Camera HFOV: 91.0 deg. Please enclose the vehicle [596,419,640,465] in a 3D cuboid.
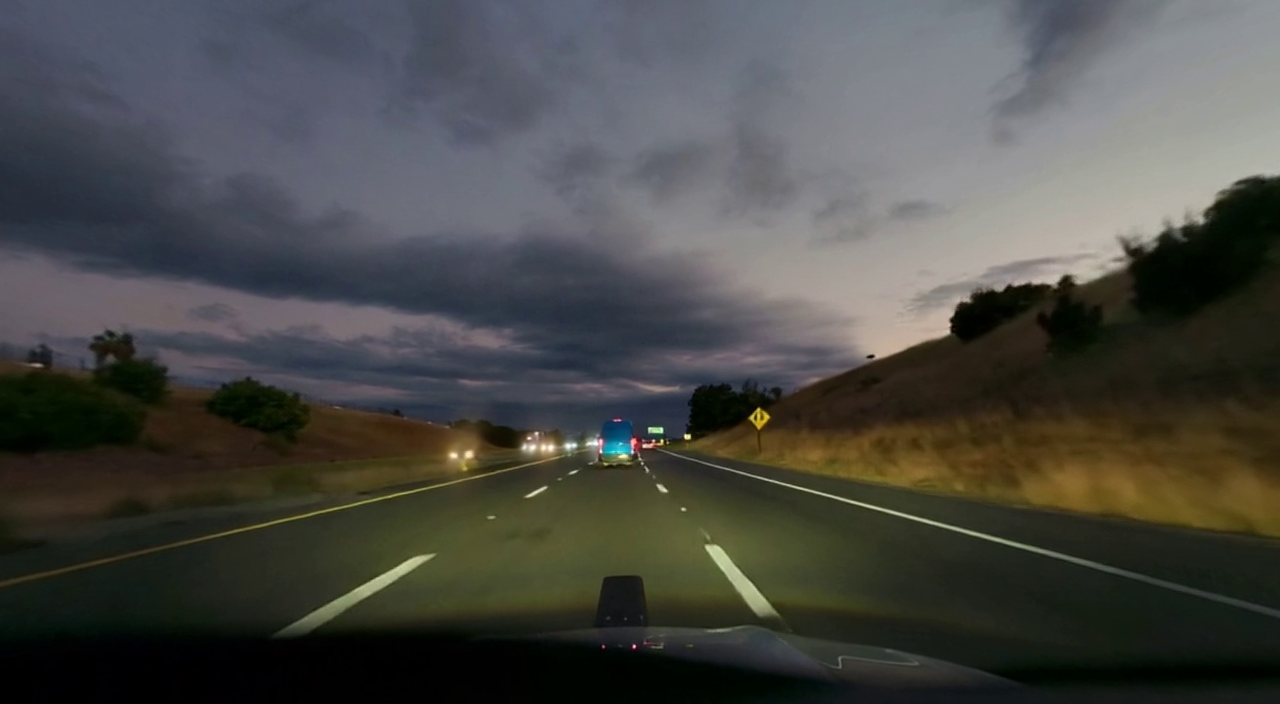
[{"bbox_3d":[-1.229,5.256,36.657,2.329,2.483,5.428,0,-8,-1],"label":"vehicle"}]
